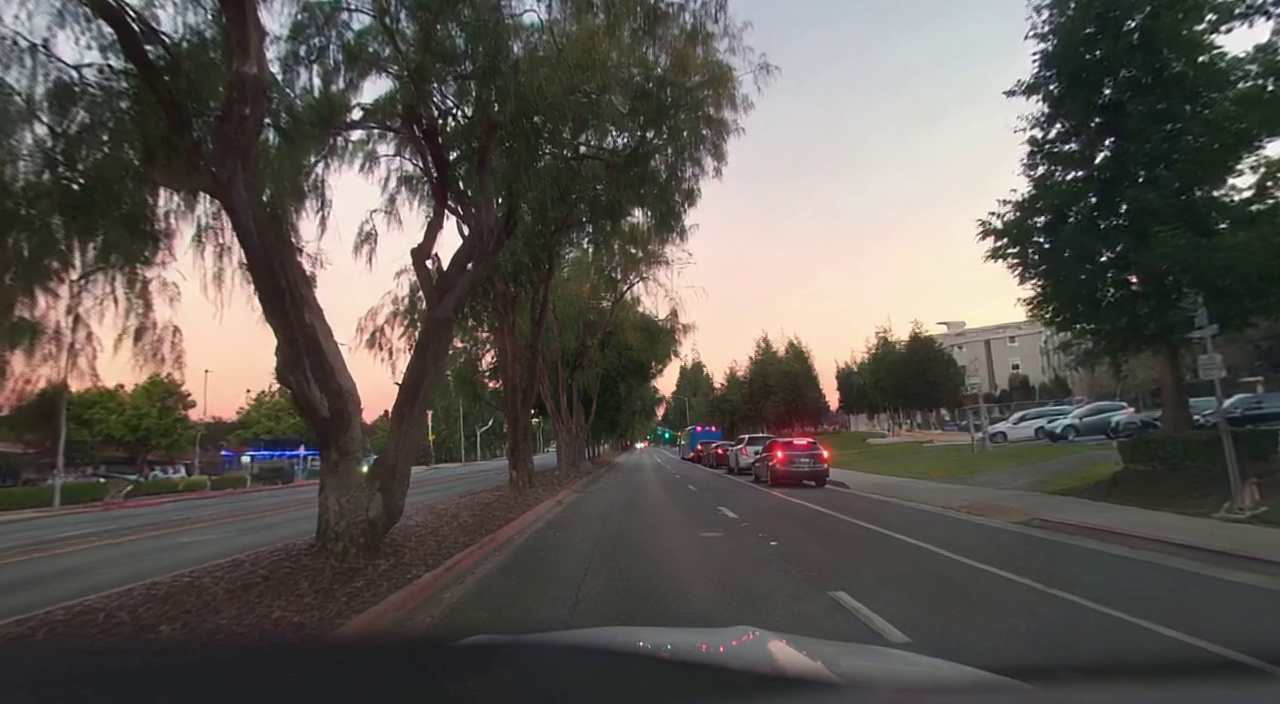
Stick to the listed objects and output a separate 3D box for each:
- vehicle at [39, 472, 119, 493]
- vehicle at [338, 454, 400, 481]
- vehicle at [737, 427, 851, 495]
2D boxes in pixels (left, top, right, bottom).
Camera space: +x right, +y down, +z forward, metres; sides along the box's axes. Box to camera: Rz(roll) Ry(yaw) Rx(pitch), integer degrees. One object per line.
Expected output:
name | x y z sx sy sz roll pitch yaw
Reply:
vehicle | -42.276 9.831 47.653 4.357 1.435 1.816 0 -9 3
vehicle | -19.633 8.375 46.025 2.166 1.804 4.897 -1 -8 3
vehicle | 4.405 3.214 18.989 2.094 1.731 4.763 0 -8 -1
